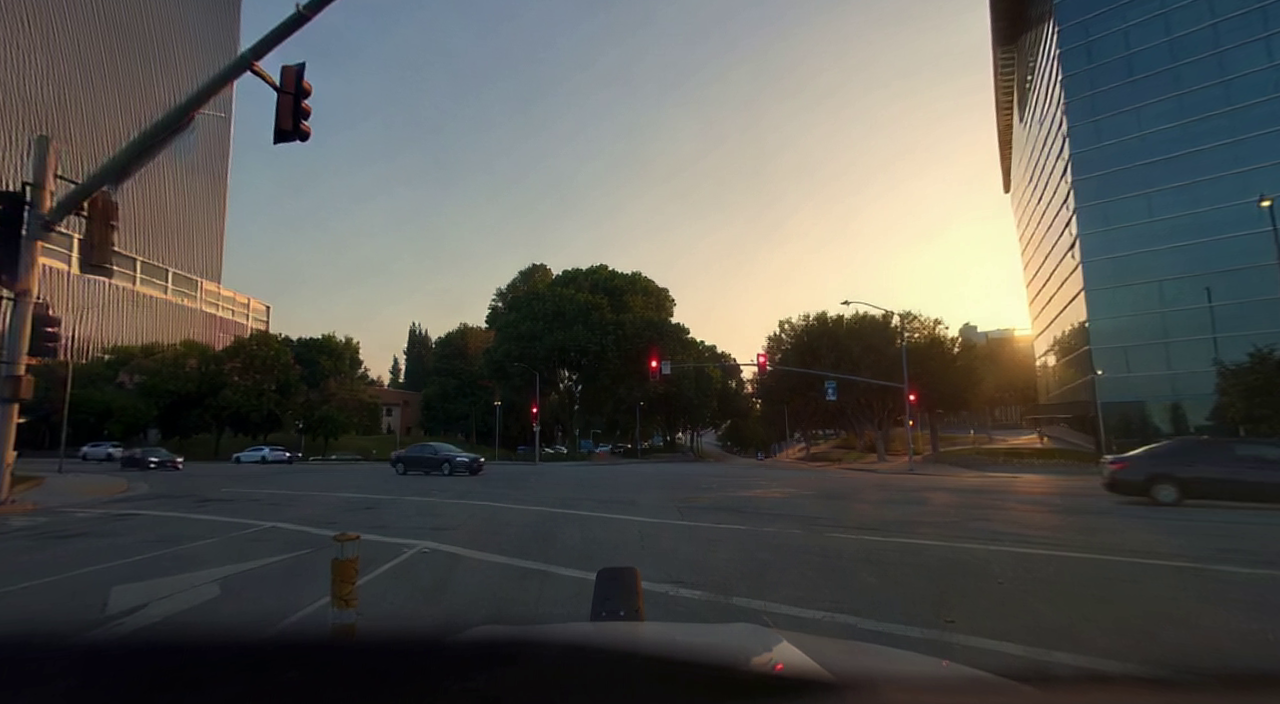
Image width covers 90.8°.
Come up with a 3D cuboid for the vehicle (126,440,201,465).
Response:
[{"bbox_3d":[-30.089,6.337,39.854,4.798,1.461,1.939,-5,-10,30],"label":"vehicle"}]

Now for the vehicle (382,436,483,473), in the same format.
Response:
[{"bbox_3d":[-9.728,4.776,29.524,4.698,1.609,1.975,-6,-10,34],"label":"vehicle"}]

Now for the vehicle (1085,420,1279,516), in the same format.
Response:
[{"bbox_3d":[12.232,2.328,12.927,4.849,1.766,2.080,-7,-11,38],"label":"vehicle"}]
